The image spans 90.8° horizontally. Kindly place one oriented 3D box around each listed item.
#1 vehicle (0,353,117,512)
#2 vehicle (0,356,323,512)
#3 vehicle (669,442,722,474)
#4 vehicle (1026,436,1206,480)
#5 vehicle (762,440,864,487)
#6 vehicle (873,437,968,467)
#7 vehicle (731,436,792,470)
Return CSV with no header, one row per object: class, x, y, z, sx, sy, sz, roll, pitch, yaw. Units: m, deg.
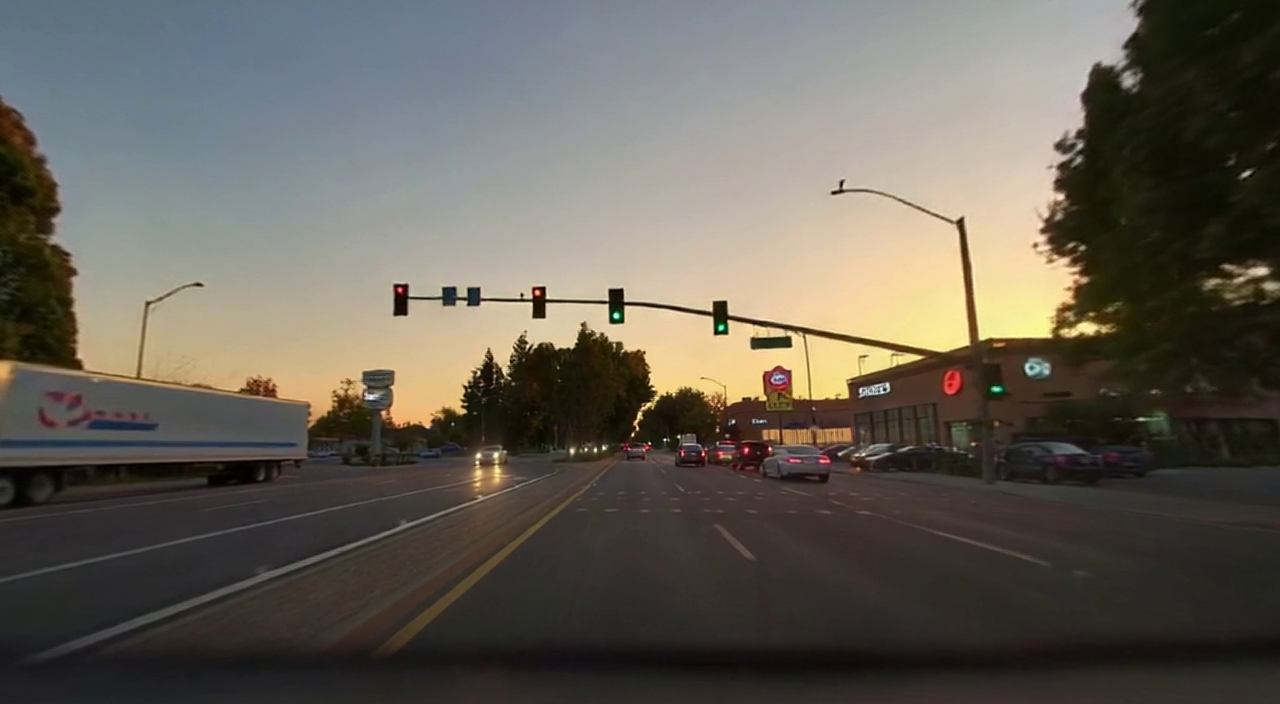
vehicle,-18.965,2.070,16.312,3.008,4.297,9.041,0,-8,0
vehicle,-18.973,3.480,26.052,3.058,4.328,16.976,-1,-8,0
vehicle,2.679,5.264,31.531,2.099,1.463,4.365,0,-8,-1
vehicle,16.704,3.730,22.359,4.679,1.448,2.178,0,-8,-3
vehicle,6.024,3.941,22.719,2.150,1.485,4.919,0,-8,-1
vehicle,16.008,5.721,36.169,4.457,1.521,1.872,-2,-9,-3
vehicle,6.846,5.764,36.260,2.268,1.822,5.038,0,-8,-3
